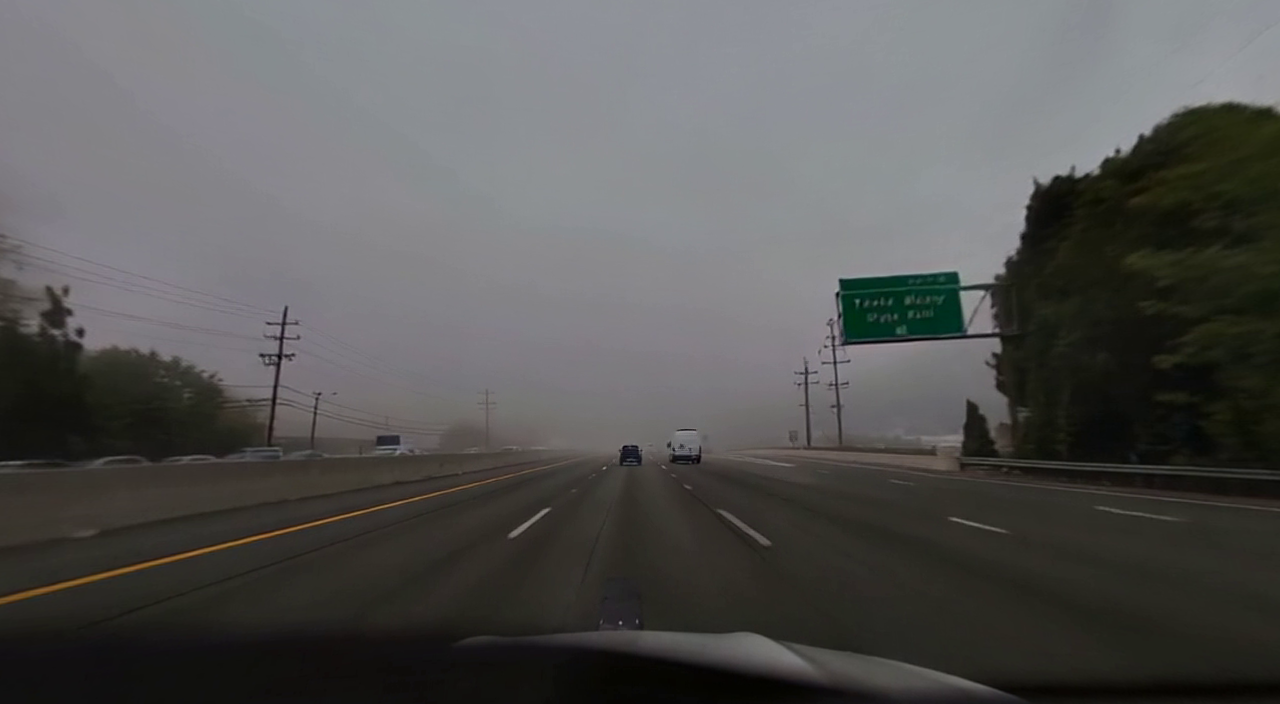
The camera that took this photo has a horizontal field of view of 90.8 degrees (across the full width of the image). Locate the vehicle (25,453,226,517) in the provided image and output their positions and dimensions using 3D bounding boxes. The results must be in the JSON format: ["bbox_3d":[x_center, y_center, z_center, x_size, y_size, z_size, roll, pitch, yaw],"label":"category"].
[{"bbox_3d":[-13.571,3.485,17.093,1.848,1.457,4.283,0,-9,-1],"label":"vehicle"}]

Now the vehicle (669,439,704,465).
[{"bbox_3d":[3.324,7.264,45.951,2.036,1.796,4.470,0,-9,-2],"label":"vehicle"}]

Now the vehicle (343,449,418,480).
[{"bbox_3d":[-13.565,5.866,33.314,1.969,1.481,4.595,0,-9,0],"label":"vehicle"}]

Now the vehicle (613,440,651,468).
[{"bbox_3d":[-0.533,6.639,41.416,2.325,1.712,4.592,0,-9,-1],"label":"vehicle"}]

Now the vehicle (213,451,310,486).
[{"bbox_3d":[-21.449,6.590,36.189,2.125,1.793,5.662,0,-9,-1],"label":"vehicle"}]
